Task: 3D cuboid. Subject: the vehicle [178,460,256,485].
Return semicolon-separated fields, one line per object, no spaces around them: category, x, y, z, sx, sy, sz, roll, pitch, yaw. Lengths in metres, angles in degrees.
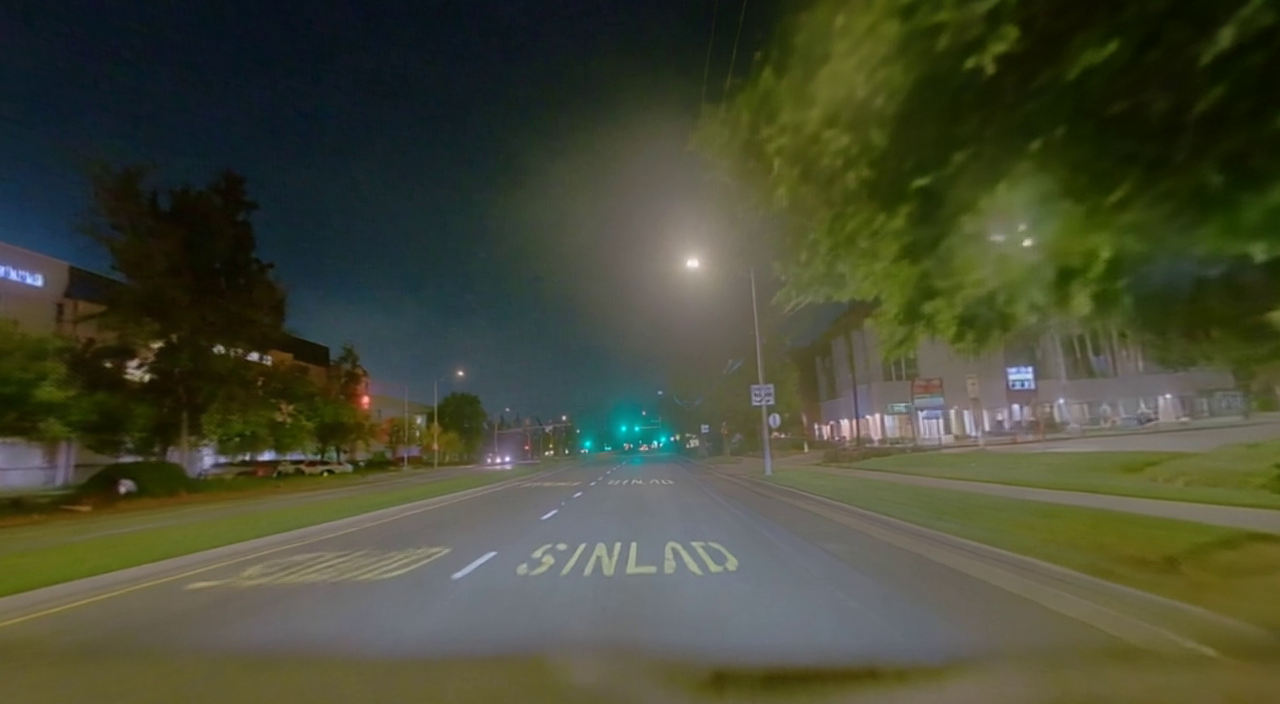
vehicle;-27.720;7.876;41.209;3.797;1.527;1.830;0;-9;0

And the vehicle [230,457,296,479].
vehicle;-28.332;8.697;47.239;3.664;1.564;2.023;0;-9;1
